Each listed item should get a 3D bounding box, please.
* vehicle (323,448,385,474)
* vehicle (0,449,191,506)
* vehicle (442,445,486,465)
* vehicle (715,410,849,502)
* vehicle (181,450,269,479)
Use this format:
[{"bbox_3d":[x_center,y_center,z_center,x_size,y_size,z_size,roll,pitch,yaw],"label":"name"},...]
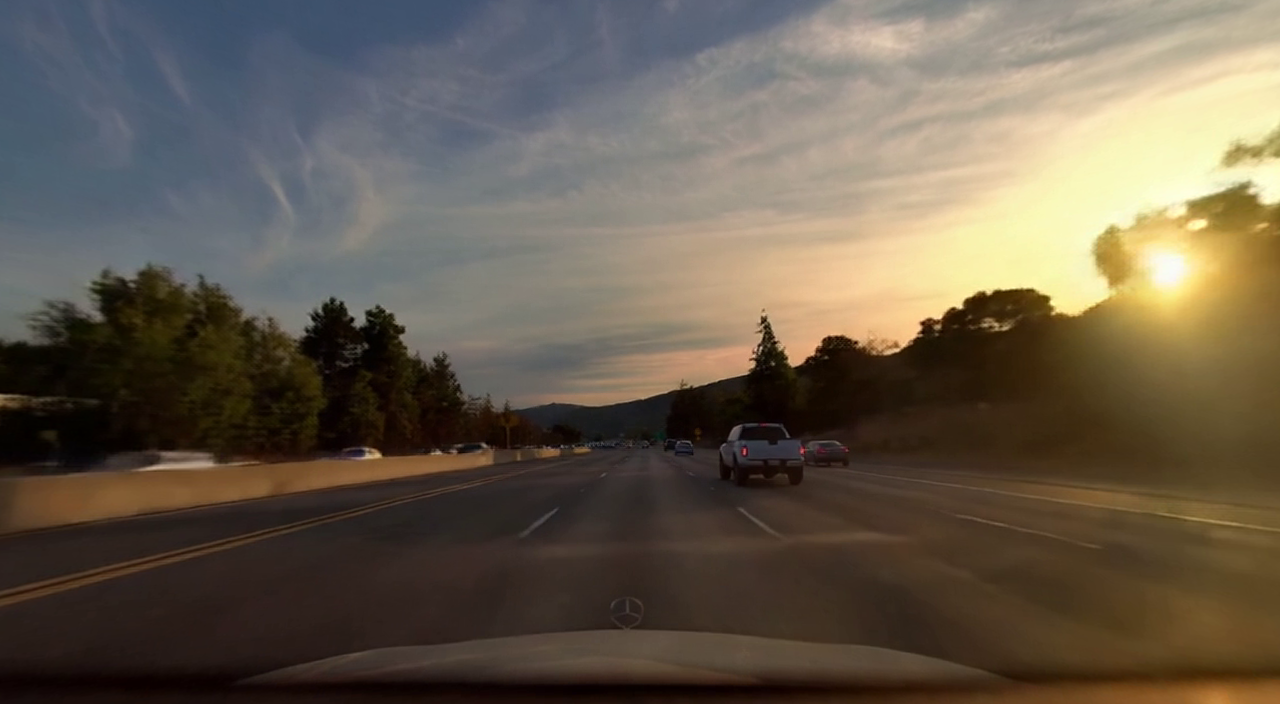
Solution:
[{"bbox_3d":[-17.632,6.698,39.093,1.869,1.457,4.240,-1,-8,0],"label":"vehicle"},{"bbox_3d":[-16.394,3.751,19.378,1.865,1.466,4.452,-1,-8,1],"label":"vehicle"},{"bbox_3d":[-13.576,7.945,48.876,1.930,1.493,4.830,-1,-8,1],"label":"vehicle"},{"bbox_3d":[3.447,2.700,16.731,2.218,1.964,5.662,-1,-8,0],"label":"vehicle"},{"bbox_3d":[-24.886,6.738,38.048,1.935,1.520,4.897,-1,-8,1],"label":"vehicle"}]
